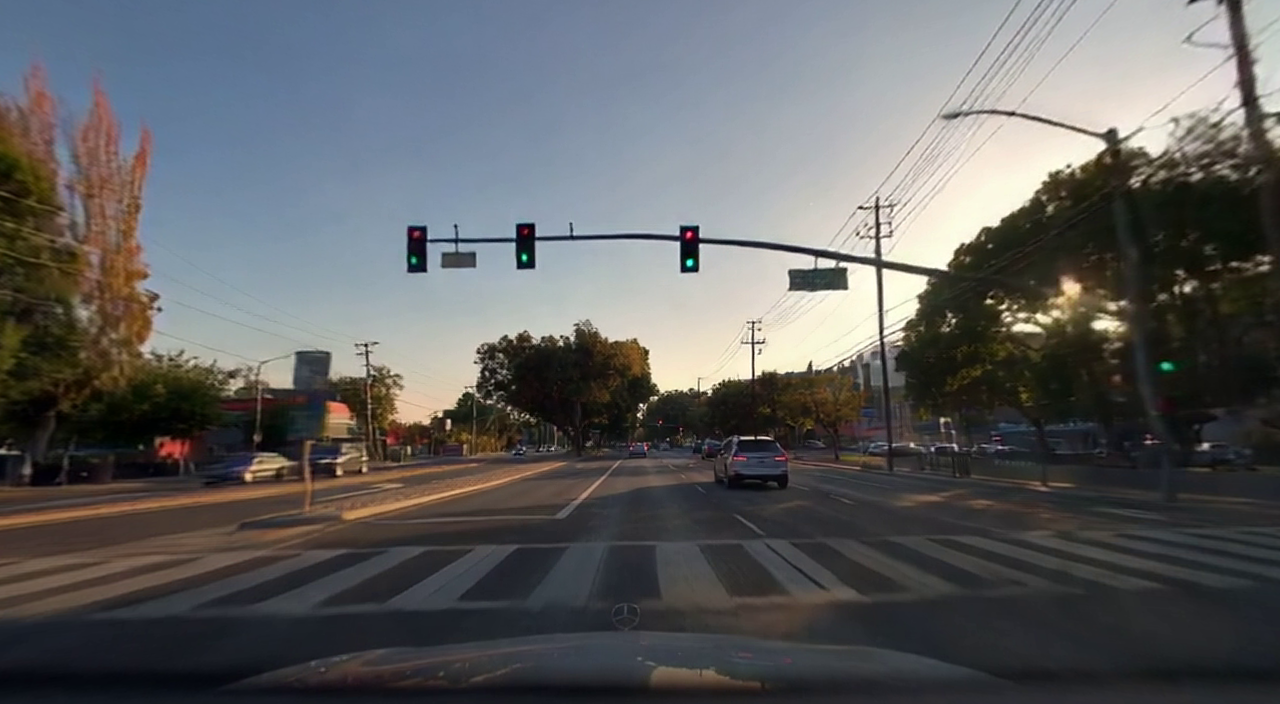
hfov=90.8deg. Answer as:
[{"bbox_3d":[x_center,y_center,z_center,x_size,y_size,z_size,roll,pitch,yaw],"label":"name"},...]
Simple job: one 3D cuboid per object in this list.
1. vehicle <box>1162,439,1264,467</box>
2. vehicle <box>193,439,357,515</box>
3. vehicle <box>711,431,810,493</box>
[{"bbox_3d":[34.579,6.112,38.180,4.236,1.632,1.892,0,-8,1],"label":"vehicle"},{"bbox_3d":[-9.174,3.096,16.376,1.816,1.478,4.404,-2,-6,-2],"label":"vehicle"},{"bbox_3d":[3.604,3.372,19.751,2.128,1.699,4.222,0,-8,-2],"label":"vehicle"}]
